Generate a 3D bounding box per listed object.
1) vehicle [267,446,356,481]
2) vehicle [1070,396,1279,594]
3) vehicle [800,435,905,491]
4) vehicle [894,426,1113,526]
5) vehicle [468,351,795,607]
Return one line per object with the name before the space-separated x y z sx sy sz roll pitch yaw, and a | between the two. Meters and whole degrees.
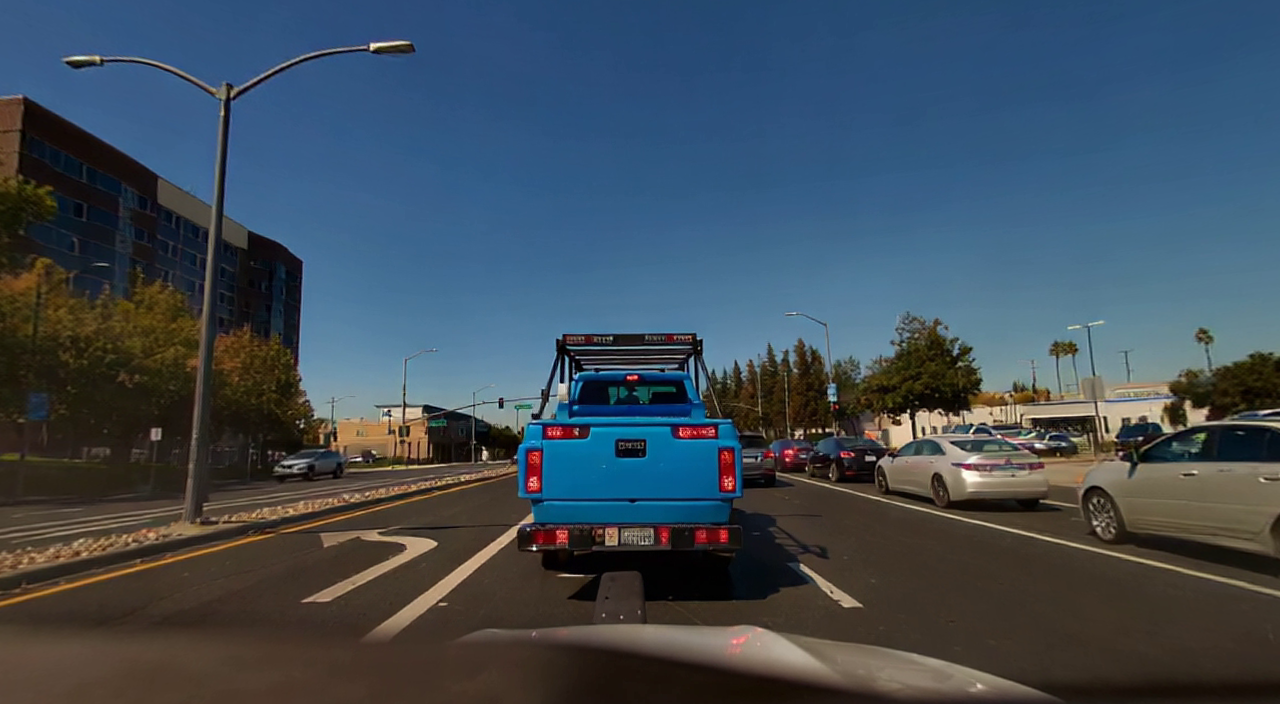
vehicle | -19.486 6.592 37.874 2.205 1.916 5.771 0 -9 0
vehicle | 6.818 1.362 6.164 2.023 1.771 4.488 0 -9 0
vehicle | 7.071 3.736 21.603 1.953 1.665 4.327 0 -9 -2
vehicle | 7.070 2.438 12.968 1.931 1.692 4.267 0 -9 0
vehicle | -0.117 1.463 8.161 2.682 2.117 5.706 0 -9 -1
